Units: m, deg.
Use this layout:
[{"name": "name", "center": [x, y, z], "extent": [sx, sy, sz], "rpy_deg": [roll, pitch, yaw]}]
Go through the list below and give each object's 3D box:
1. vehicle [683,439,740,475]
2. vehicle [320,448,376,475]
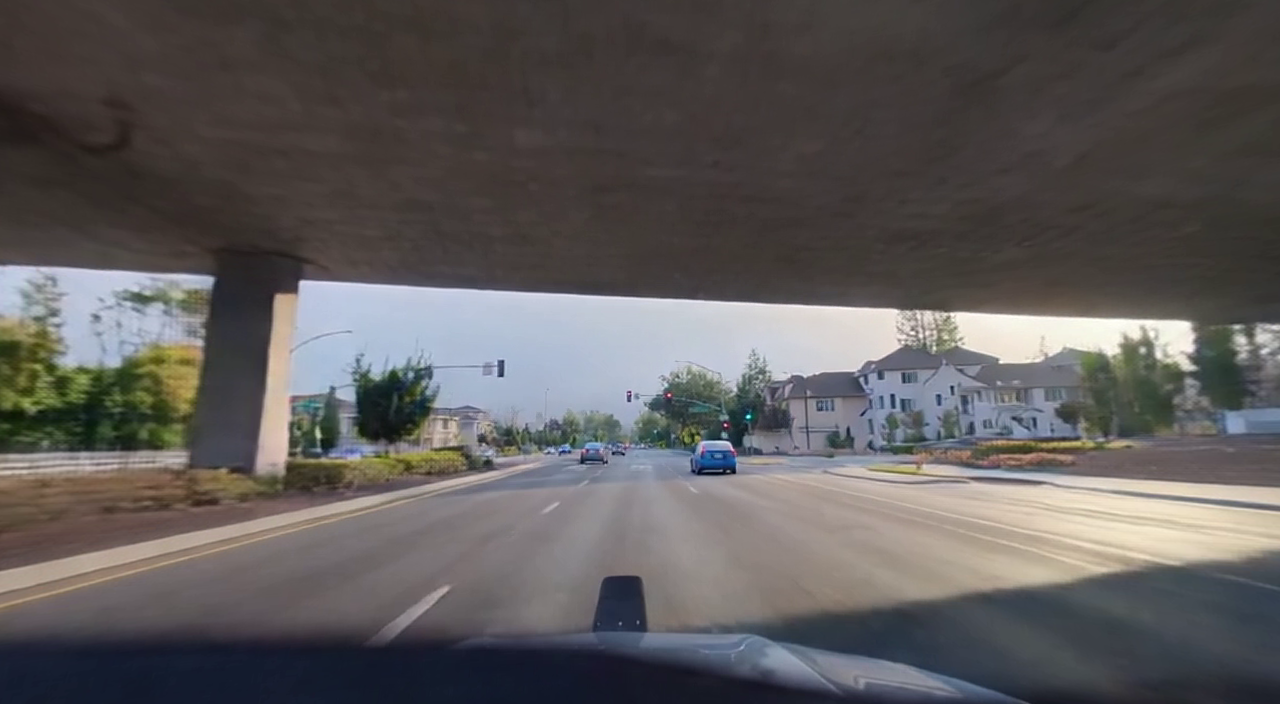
[{"name": "vehicle", "center": [3.249, 4.875, 29.581], "extent": [2.068, 1.497, 4.247], "rpy_deg": [0, -8, -2]}, {"name": "vehicle", "center": [-20.522, 7.700, 44.555], "extent": [1.918, 1.790, 4.081], "rpy_deg": [0, -8, 0]}]
